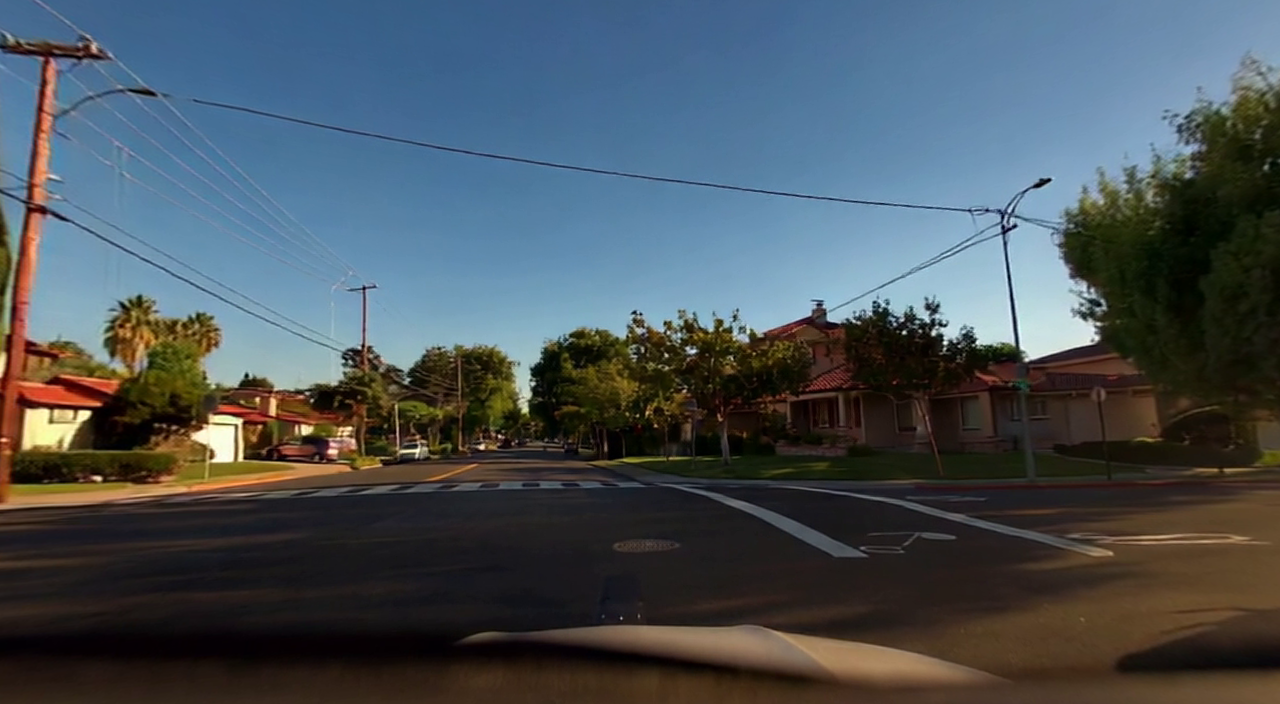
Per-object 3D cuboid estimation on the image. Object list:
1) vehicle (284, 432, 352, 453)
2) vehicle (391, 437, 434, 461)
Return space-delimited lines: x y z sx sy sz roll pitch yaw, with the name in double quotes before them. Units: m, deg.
"vehicle" -25.174 7.102 49.490 4.288 1.656 1.791 1 -9 -6
"vehicle" -15.704 6.734 43.797 2.036 1.546 4.705 2 -9 -11
